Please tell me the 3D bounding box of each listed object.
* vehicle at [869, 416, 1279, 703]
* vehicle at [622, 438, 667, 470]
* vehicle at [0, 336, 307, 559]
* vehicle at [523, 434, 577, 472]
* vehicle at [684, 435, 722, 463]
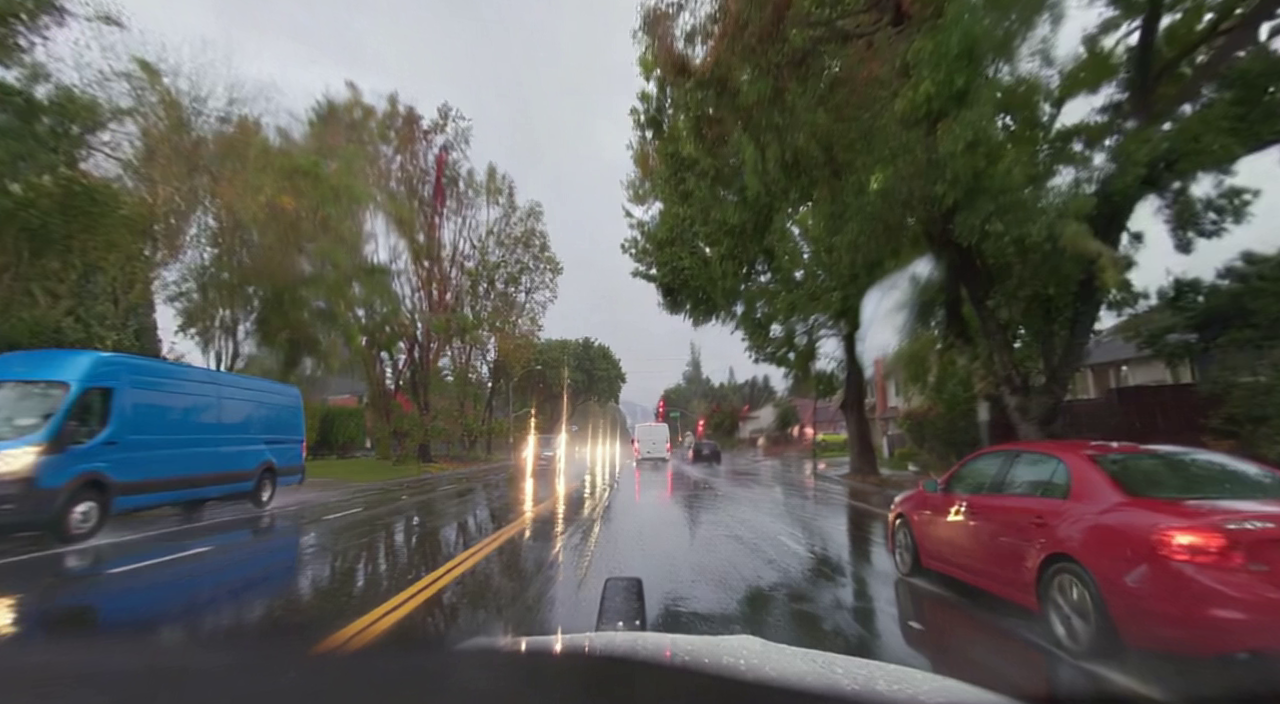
[{"bbox_3d":[3.619,1.330,4.957,1.973,1.447,4.402,0,-8,0],"label":"vehicle"},{"bbox_3d":[0.209,5.171,32.217,2.114,1.483,4.207,0,-8,0],"label":"vehicle"},{"bbox_3d":[-10.889,2.096,13.692,2.754,3.338,8.405,0,-9,-1],"label":"vehicle"},{"bbox_3d":[-4.450,5.109,32.126,2.054,1.772,4.817,0,-8,0],"label":"vehicle"},{"bbox_3d":[4.408,6.834,44.719,2.187,1.847,4.553,0,-8,0],"label":"vehicle"}]
